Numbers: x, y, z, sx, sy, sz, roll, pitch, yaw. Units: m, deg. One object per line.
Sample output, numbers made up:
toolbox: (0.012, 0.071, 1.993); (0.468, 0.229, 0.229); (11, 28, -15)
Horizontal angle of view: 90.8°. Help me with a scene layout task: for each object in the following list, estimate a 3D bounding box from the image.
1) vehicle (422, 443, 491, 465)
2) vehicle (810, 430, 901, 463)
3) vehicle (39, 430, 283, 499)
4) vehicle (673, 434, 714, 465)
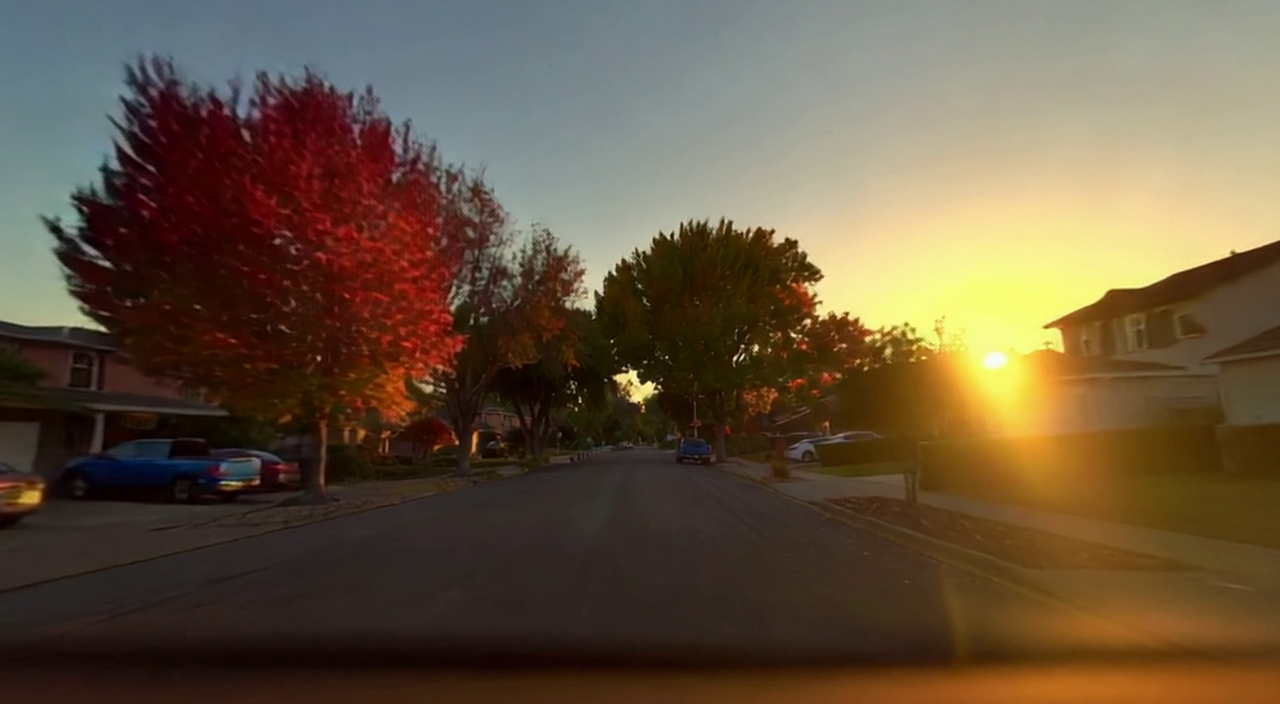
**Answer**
vehicle: (-12.899, 7.201, 44.644); (4.225, 1.498, 1.917); (0, -8, 2)
vehicle: (11.381, 5.000, 33.607); (4.069, 1.680, 2.156); (0, -7, 3)
vehicle: (-13.646, 3.219, 18.281); (5.286, 1.847, 2.166); (0, -8, 2)
vehicle: (3.628, 6.723, 43.700); (2.313, 1.962, 6.029); (0, -8, 0)
